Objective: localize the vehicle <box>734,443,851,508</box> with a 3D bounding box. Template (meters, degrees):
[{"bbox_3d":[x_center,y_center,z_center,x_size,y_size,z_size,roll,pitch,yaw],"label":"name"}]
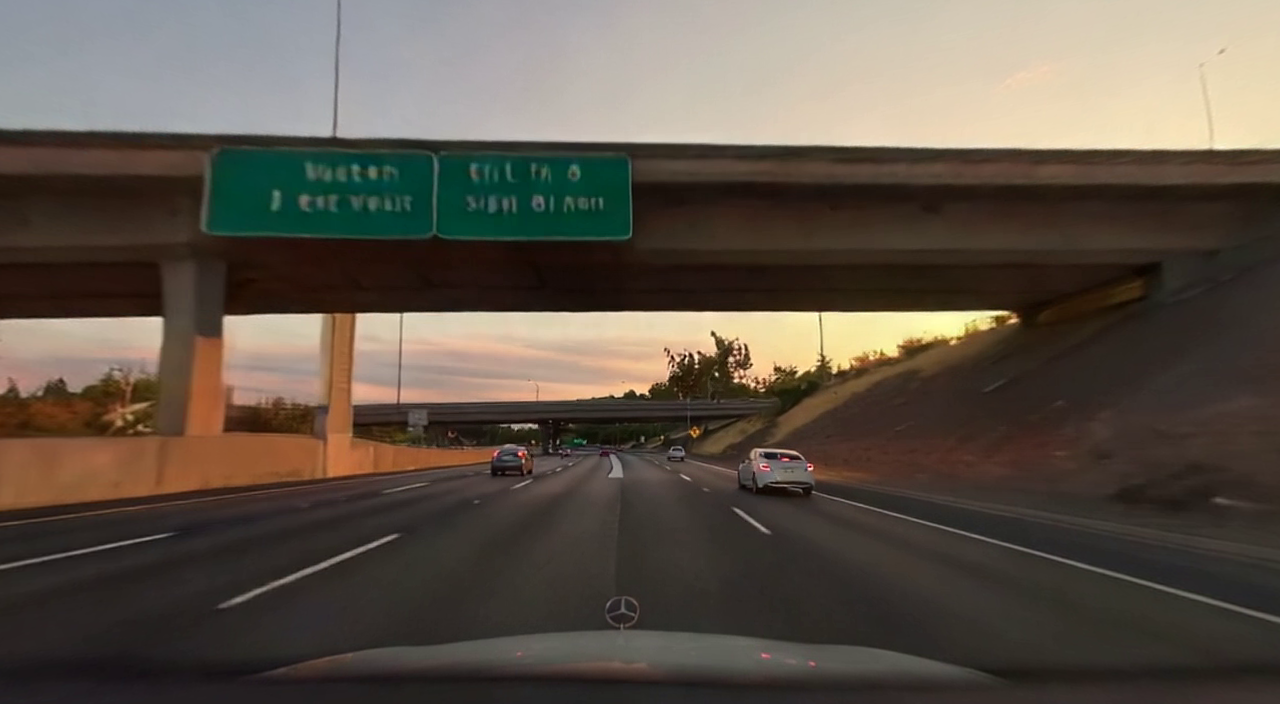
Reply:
[{"bbox_3d":[3.966,3.287,17.234,2.079,1.535,4.316,0,-9,-1],"label":"vehicle"}]

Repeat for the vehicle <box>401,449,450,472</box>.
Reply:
[{"bbox_3d":[-14.937,7.587,44.176,1.919,1.497,4.765,0,-9,-2],"label":"vehicle"}]

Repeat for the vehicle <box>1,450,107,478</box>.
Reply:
[{"bbox_3d":[-38.513,7.354,41.608,1.976,1.712,5.338,0,-9,-2],"label":"vehicle"}]

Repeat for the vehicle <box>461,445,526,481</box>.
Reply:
[{"bbox_3d":[-6.764,5.161,29.612,2.072,1.545,4.687,0,-9,-2],"label":"vehicle"}]
